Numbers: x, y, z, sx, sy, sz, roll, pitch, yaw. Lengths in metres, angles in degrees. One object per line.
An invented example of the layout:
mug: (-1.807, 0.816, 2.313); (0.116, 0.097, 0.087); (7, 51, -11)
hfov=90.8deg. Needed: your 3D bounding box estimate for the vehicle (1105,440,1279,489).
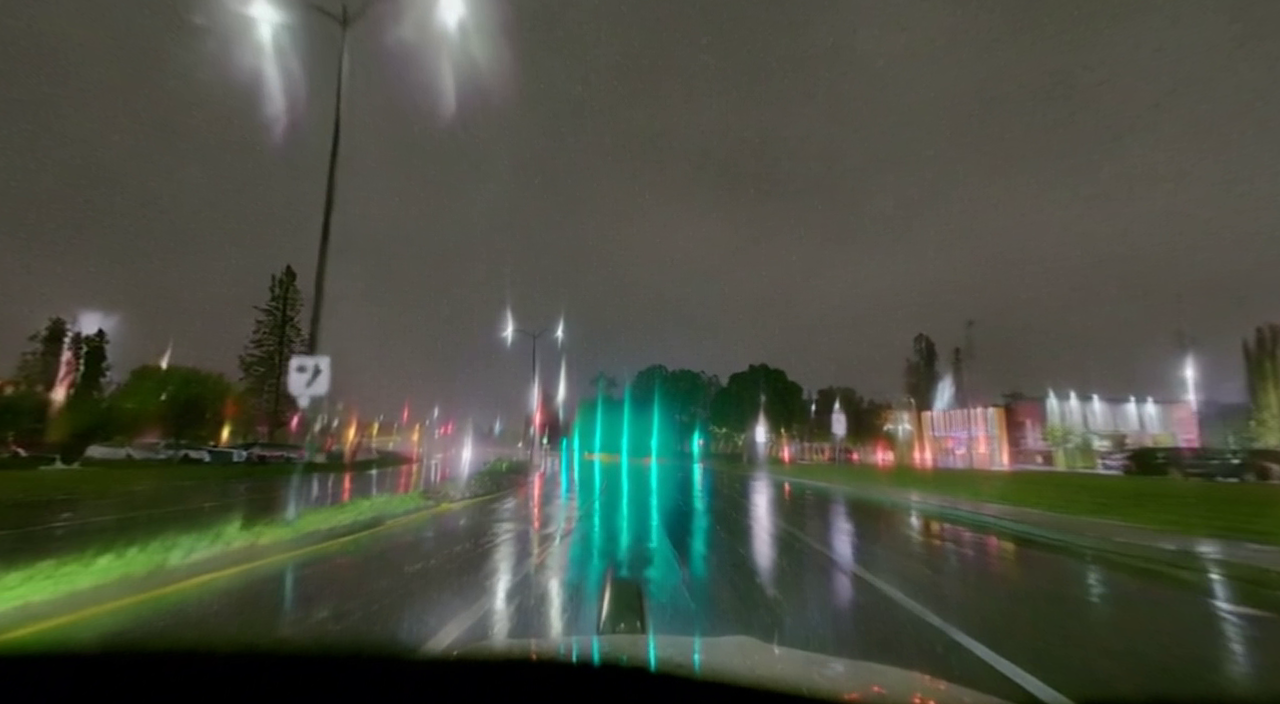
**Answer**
vehicle: (25.329, 5.130, 29.112); (2.337, 1.969, 5.826); (6, -10, -22)
